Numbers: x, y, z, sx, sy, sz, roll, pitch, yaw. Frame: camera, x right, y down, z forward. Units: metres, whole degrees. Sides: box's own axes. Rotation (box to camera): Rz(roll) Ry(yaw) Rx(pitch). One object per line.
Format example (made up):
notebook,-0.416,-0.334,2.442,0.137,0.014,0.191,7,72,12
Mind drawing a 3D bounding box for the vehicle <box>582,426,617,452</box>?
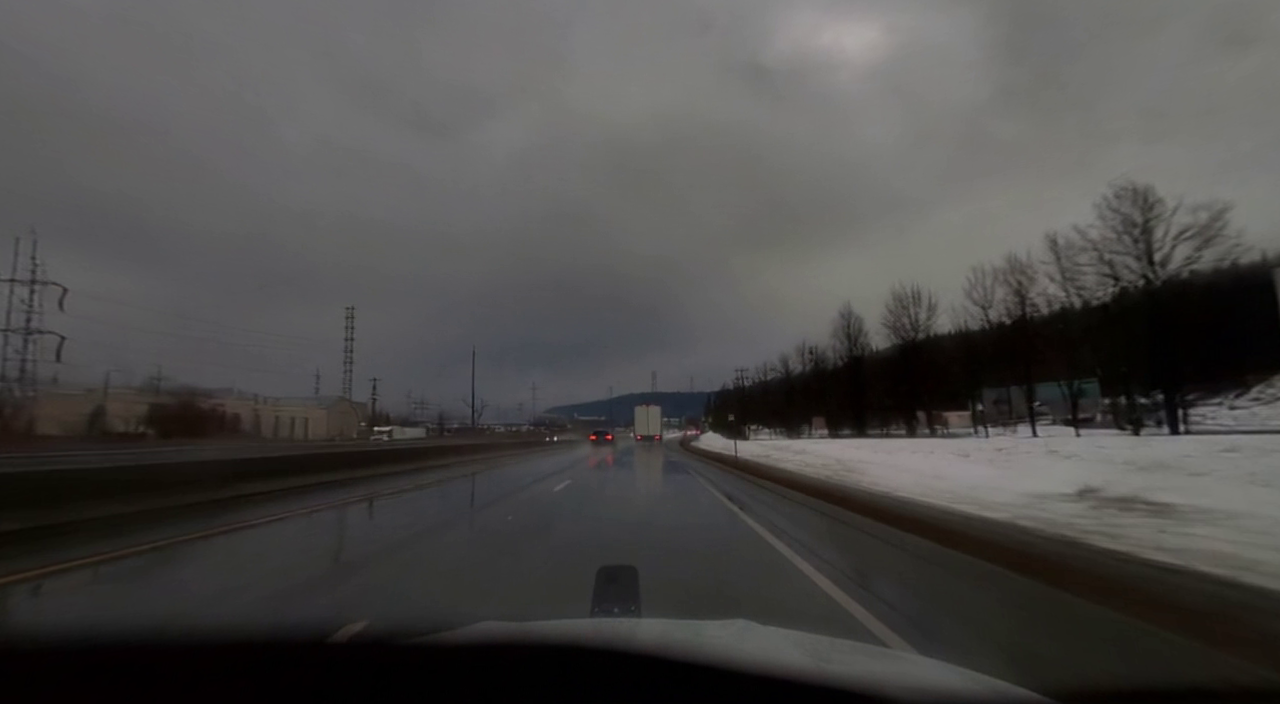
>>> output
vehicle,-2.749,5.983,43.187,2.018,1.678,4.312,0,-8,1
